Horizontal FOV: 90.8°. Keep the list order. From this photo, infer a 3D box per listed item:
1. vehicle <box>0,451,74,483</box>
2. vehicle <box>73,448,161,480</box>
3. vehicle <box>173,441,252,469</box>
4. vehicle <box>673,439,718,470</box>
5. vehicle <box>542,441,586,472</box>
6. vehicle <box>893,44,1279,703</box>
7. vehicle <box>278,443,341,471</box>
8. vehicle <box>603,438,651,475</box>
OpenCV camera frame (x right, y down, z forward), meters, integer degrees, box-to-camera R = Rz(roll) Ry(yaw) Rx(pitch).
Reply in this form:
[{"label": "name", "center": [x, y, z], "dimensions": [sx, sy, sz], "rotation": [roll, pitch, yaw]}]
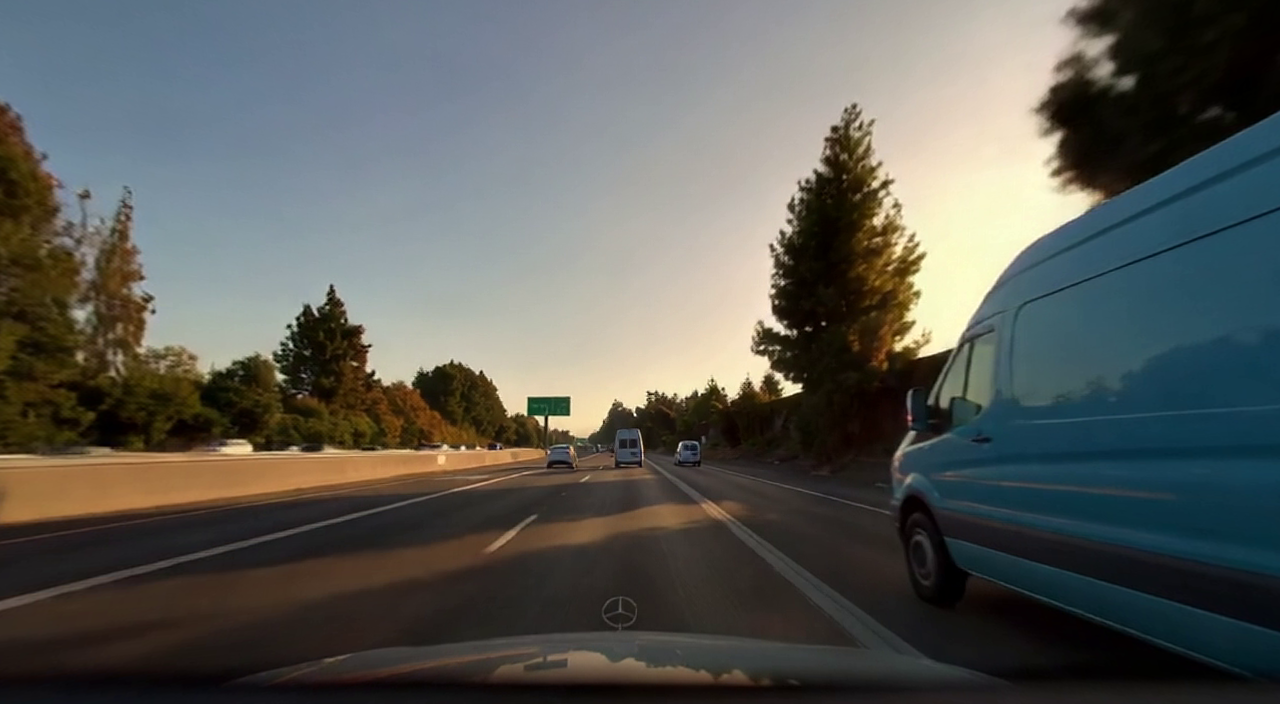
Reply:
[{"label": "vehicle", "center": [-29.013, 5.401, 29.863], "dimensions": [1.463, 1.405, 3.249], "rotation": [0, -9, -1]}, {"label": "vehicle", "center": [-25.017, 5.325, 30.350], "dimensions": [1.448, 1.423, 3.208], "rotation": [0, -9, 0]}, {"label": "vehicle", "center": [-29.501, 7.134, 43.801], "dimensions": [2.111, 1.796, 4.935], "rotation": [0, -9, -2]}, {"label": "vehicle", "center": [3.303, 6.173, 38.305], "dimensions": [2.160, 1.759, 4.214], "rotation": [0, -9, -2]}, {"label": "vehicle", "center": [-4.328, 6.016, 36.569], "dimensions": [2.023, 1.709, 4.263], "rotation": [0, -9, 0]}, {"label": "vehicle", "center": [3.558, 0.255, 1.999], "dimensions": [2.631, 2.709, 6.496], "rotation": [0, -9, -1]}, {"label": "vehicle", "center": [-17.821, 5.652, 34.210], "dimensions": [1.614, 1.437, 3.291], "rotation": [0, -9, -1]}, {"label": "vehicle", "center": [-0.651, 5.379, 32.762], "dimensions": [2.297, 1.783, 4.355], "rotation": [0, -9, -1]}]
